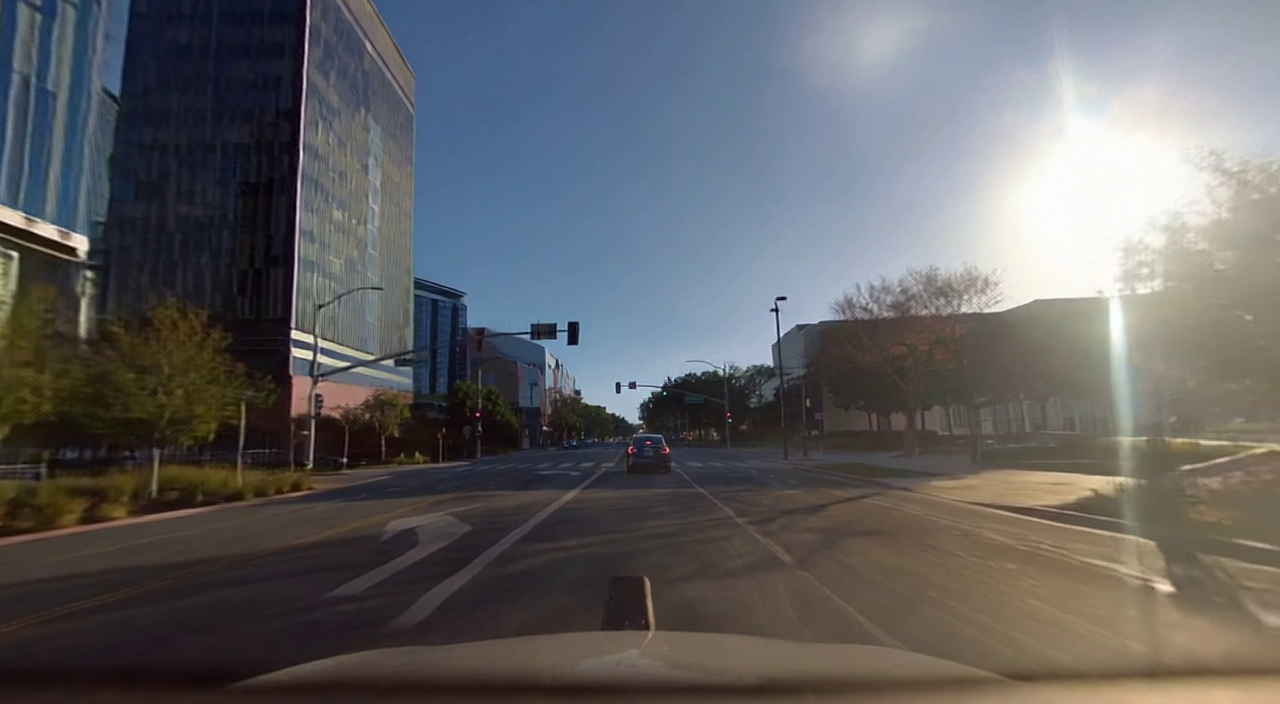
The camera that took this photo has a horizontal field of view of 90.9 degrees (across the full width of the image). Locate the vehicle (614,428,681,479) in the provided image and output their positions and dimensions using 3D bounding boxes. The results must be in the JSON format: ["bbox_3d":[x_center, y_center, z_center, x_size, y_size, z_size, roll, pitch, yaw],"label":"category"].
[{"bbox_3d":[0.218,3.626,22.701,2.184,1.640,4.086,0,-8,0],"label":"vehicle"}]
